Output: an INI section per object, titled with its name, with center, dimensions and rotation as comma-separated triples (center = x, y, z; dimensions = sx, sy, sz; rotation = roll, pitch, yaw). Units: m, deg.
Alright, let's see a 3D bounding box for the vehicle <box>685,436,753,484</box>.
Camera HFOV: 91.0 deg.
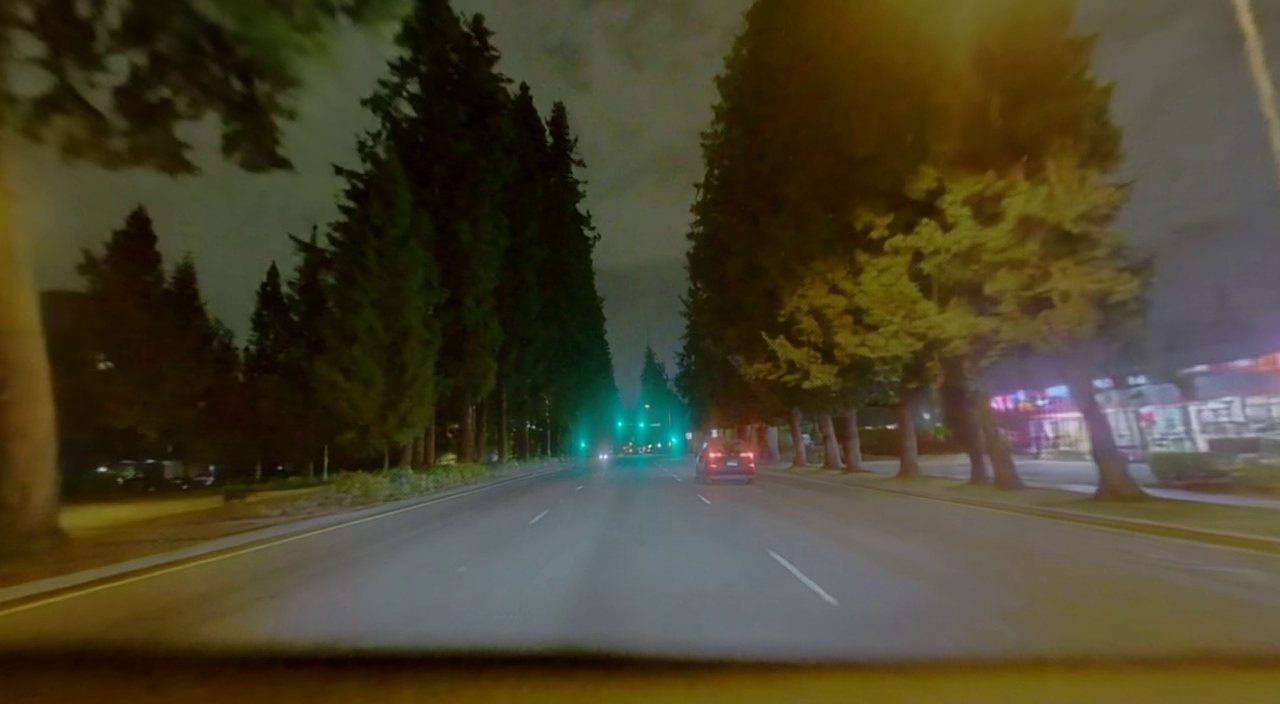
[vehicle]
center = 3.073, 4.312, 25.393
dimensions = 2.083, 1.743, 4.354
rotation = 0, -8, -1
